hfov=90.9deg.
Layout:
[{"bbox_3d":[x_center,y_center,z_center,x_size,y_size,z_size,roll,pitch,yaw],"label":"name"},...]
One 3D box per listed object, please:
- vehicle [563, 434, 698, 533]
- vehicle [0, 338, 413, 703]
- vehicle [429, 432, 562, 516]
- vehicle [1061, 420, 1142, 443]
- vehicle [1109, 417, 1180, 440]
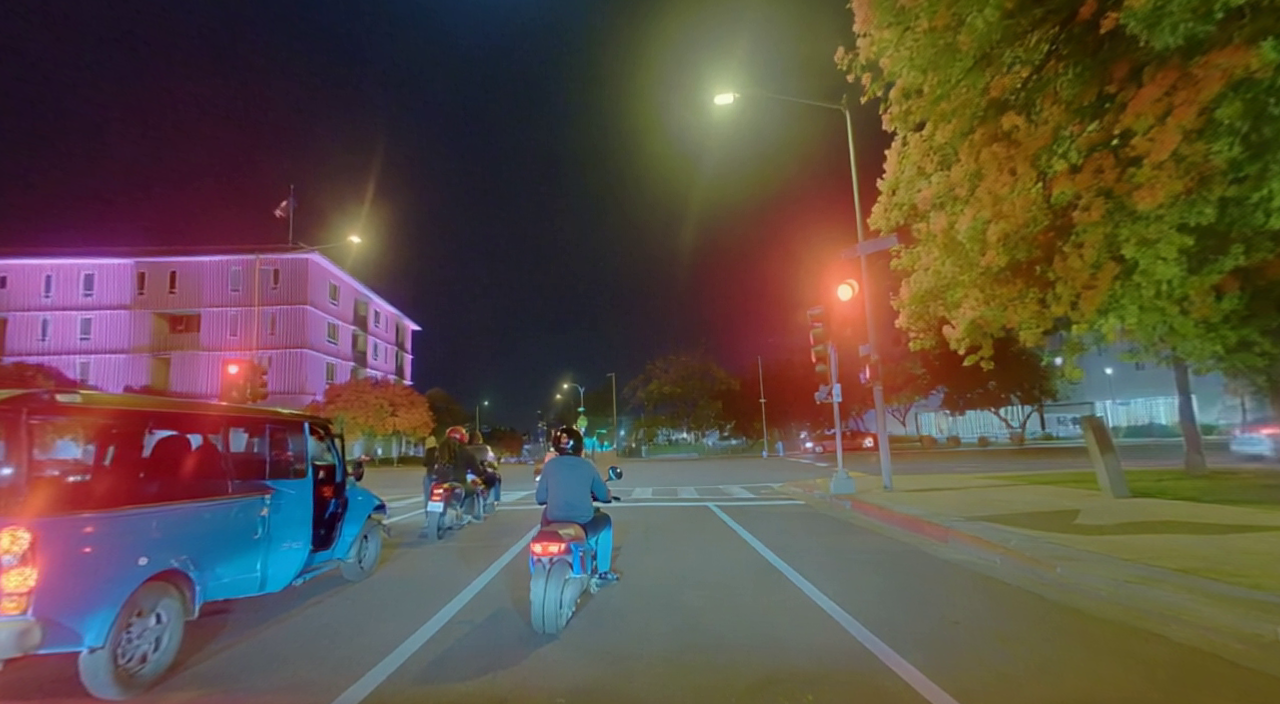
[{"bbox_3d":[-0.103,2.300,11.620,2.025,1.458,4.085,-1,-9,1],"label":"vehicle"},{"bbox_3d":[-3.589,1.167,4.602,2.000,1.809,4.855,0,-9,1],"label":"vehicle"},{"bbox_3d":[-3.100,2.710,14.445,1.935,1.615,4.073,-1,-9,2],"label":"vehicle"},{"bbox_3d":[30.810,5.334,42.133,1.751,1.420,4.027,8,-12,-43],"label":"vehicle"},{"bbox_3d":[37.005,5.653,46.311,1.716,1.543,3.682,8,-12,-41],"label":"vehicle"}]
